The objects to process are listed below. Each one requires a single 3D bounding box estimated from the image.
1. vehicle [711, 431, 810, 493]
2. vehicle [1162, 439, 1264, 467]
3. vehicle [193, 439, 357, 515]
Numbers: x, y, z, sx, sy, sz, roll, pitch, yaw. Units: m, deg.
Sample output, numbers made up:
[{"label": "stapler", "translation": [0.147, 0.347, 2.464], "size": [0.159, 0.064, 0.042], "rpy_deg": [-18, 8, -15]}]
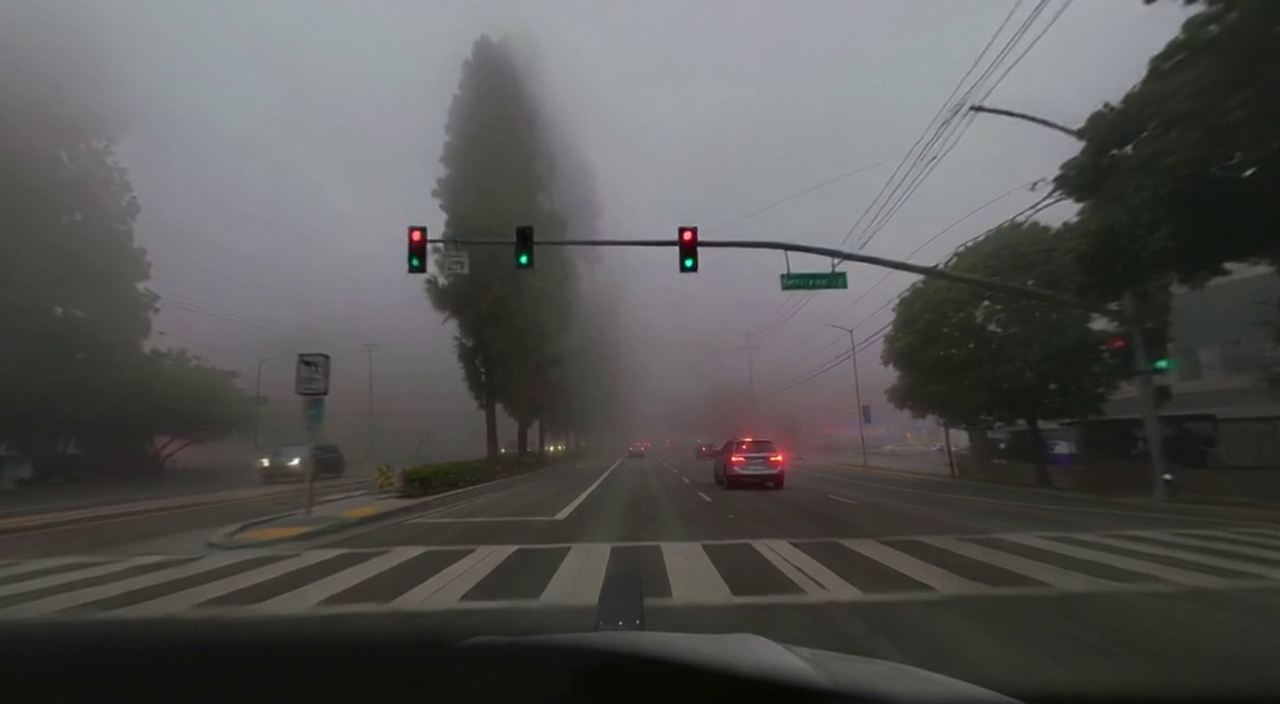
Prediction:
[{"label": "vehicle", "translation": [3.604, 3.372, 19.751], "size": [2.128, 1.699, 4.222], "rpy_deg": [0, -8, -2]}, {"label": "vehicle", "translation": [34.579, 6.112, 38.180], "size": [4.236, 1.632, 1.892], "rpy_deg": [0, -8, 1]}, {"label": "vehicle", "translation": [-9.174, 3.096, 16.376], "size": [1.816, 1.478, 4.404], "rpy_deg": [-2, -6, -2]}]
